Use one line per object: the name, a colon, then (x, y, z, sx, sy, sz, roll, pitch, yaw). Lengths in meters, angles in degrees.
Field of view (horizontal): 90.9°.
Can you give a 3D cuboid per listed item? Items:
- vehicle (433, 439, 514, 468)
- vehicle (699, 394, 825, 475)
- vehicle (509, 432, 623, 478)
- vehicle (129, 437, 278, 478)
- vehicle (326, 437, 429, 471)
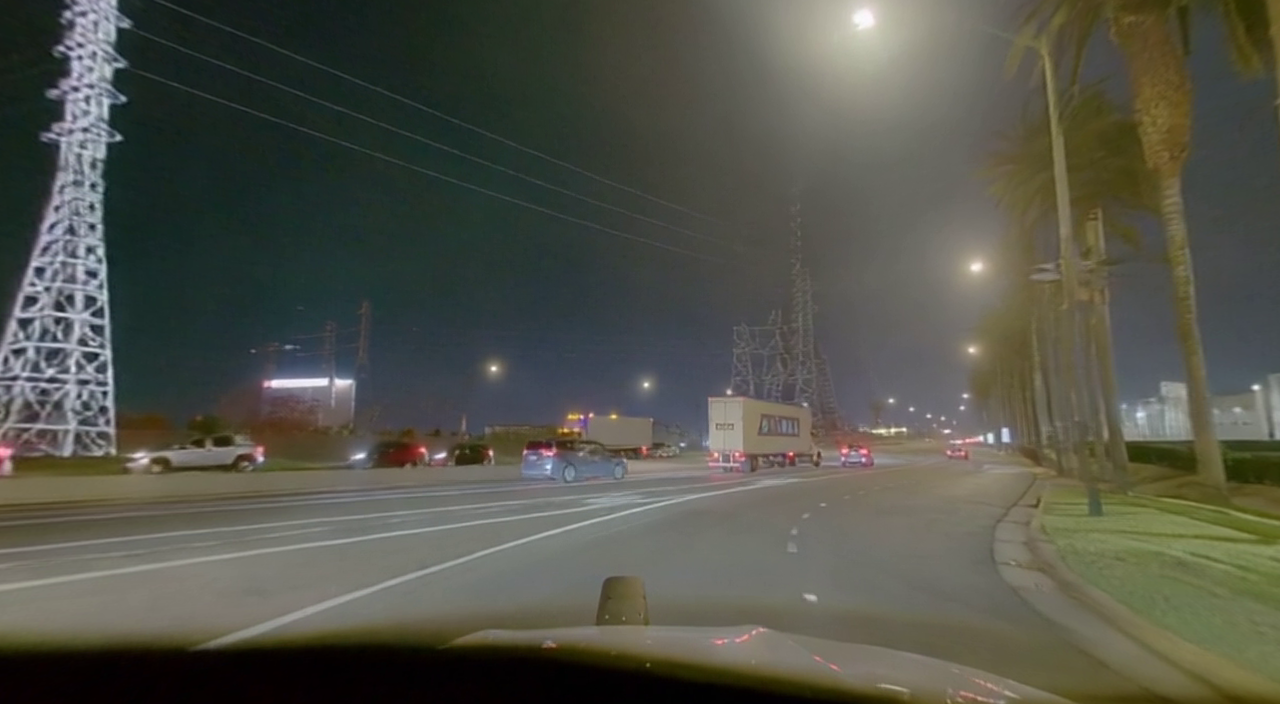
vehicle: (-9.624, 5.971, 36.785, 1.785, 1.502, 4.457, -6, -13, 32)
vehicle: (7.432, 4.822, 36.508, 2.903, 3.933, 11.567, -5, -10, 32)
vehicle: (-3.364, 4.884, 30.327, 2.266, 1.950, 5.866, -5, -10, 31)
vehicle: (-17.188, 4.153, 25.055, 1.792, 1.451, 4.419, -5, -10, 32)
vehicle: (-13.244, 5.144, 32.061, 1.847, 1.567, 4.532, -5, -10, 32)
